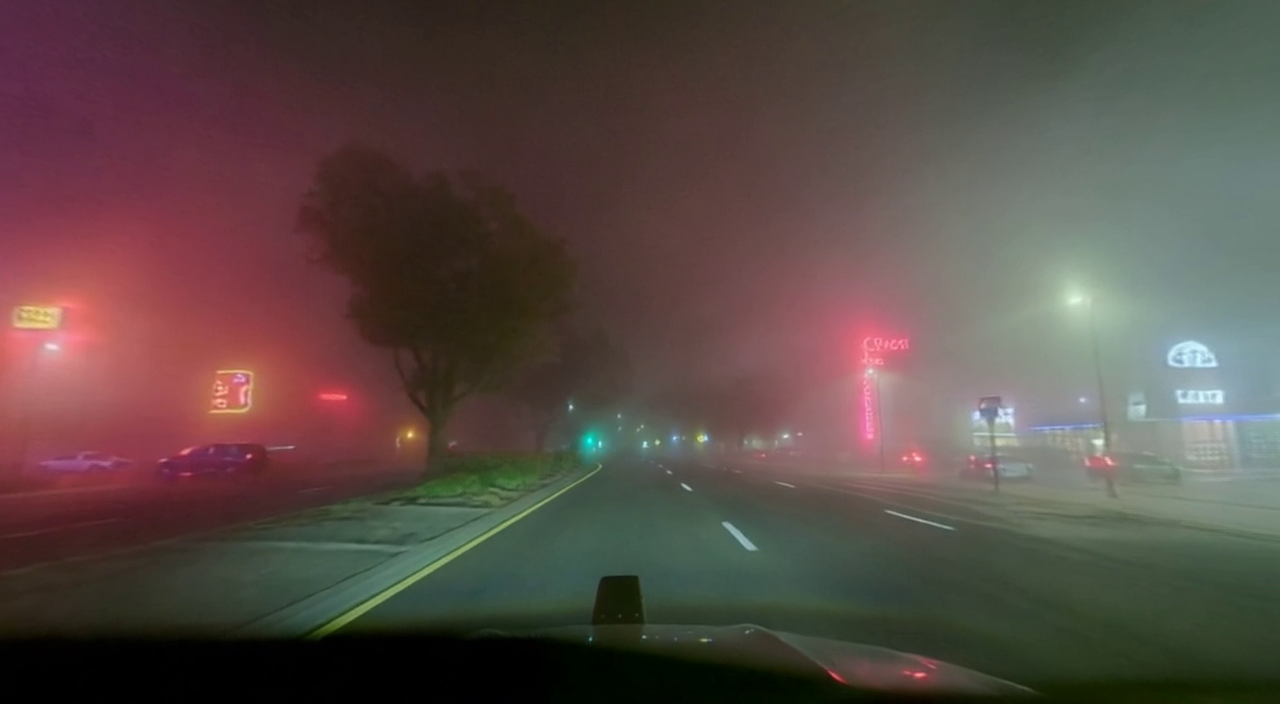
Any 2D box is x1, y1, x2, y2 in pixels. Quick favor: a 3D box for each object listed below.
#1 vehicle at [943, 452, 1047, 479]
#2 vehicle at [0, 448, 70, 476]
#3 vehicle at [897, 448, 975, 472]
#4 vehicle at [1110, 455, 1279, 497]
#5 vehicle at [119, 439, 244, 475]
[{"bbox_3d":[20.187,6.458,36.032,4.764,1.455,1.832,-1,-9,3],"label":"vehicle"},{"bbox_3d":[-34.717,6.089,35.186,1.830,1.458,4.625,-1,-8,-4],"label":"vehicle"},{"bbox_3d":[20.698,7.574,44.341,4.423,1.633,2.010,0,-8,-1],"label":"vehicle"},{"bbox_3d":[20.834,4.641,23.854,4.500,1.456,1.962,-1,-8,3],"label":"vehicle"},{"bbox_3d":[-26.136,5.994,36.472,2.356,1.853,6.402,0,-8,1],"label":"vehicle"}]
